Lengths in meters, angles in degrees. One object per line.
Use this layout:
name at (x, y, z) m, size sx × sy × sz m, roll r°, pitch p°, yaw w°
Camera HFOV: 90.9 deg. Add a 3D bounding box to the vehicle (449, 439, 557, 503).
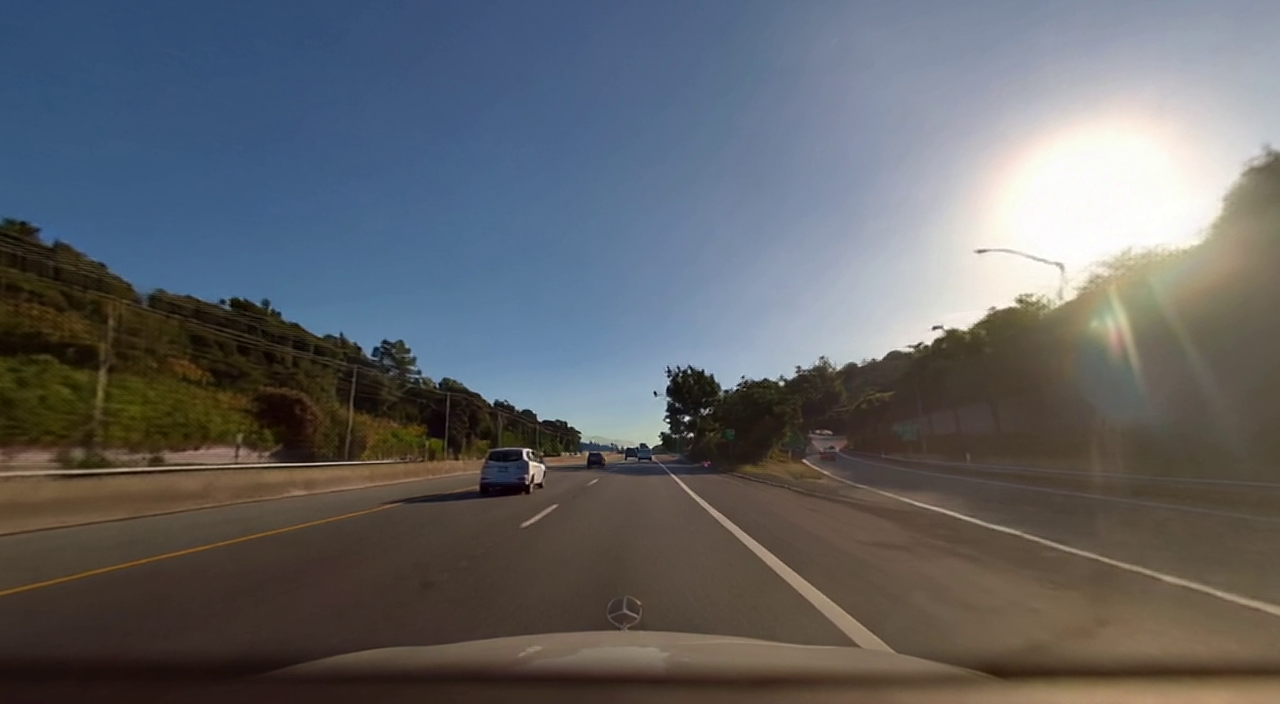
vehicle at (-3.952, 3.533, 19.052) m, size 2.263 × 1.696 × 4.321 m, roll 0°, pitch -9°, yaw 0°
